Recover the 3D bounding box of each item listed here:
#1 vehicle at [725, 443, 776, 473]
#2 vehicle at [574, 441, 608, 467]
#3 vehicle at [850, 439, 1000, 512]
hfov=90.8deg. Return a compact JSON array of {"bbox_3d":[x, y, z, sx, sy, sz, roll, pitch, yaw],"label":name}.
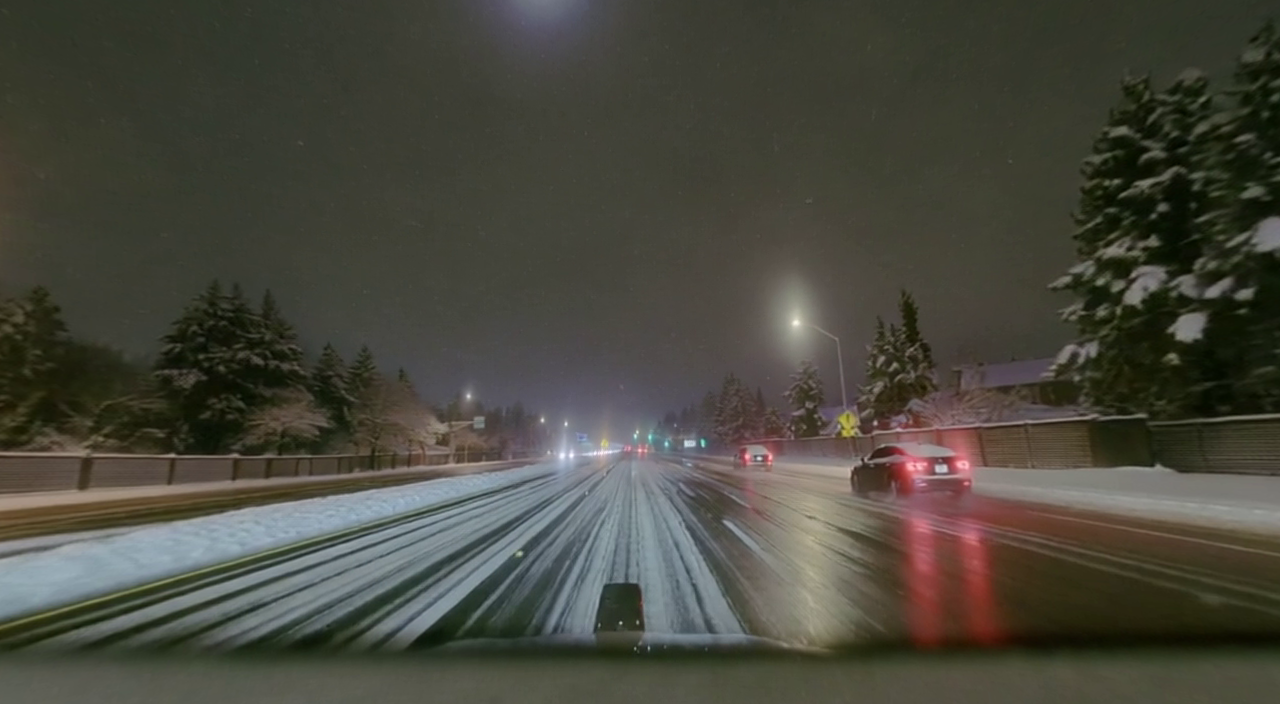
[{"bbox_3d":[6.306,6.074,36.479,1.987,1.597,4.463,0,-8,-2],"label":"vehicle"},{"bbox_3d":[-3.546,7.549,46.791,2.230,1.827,4.406,0,-8,-1],"label":"vehicle"},{"bbox_3d":[6.657,2.882,15.253,1.838,1.518,3.713,0,-8,0],"label":"vehicle"}]
